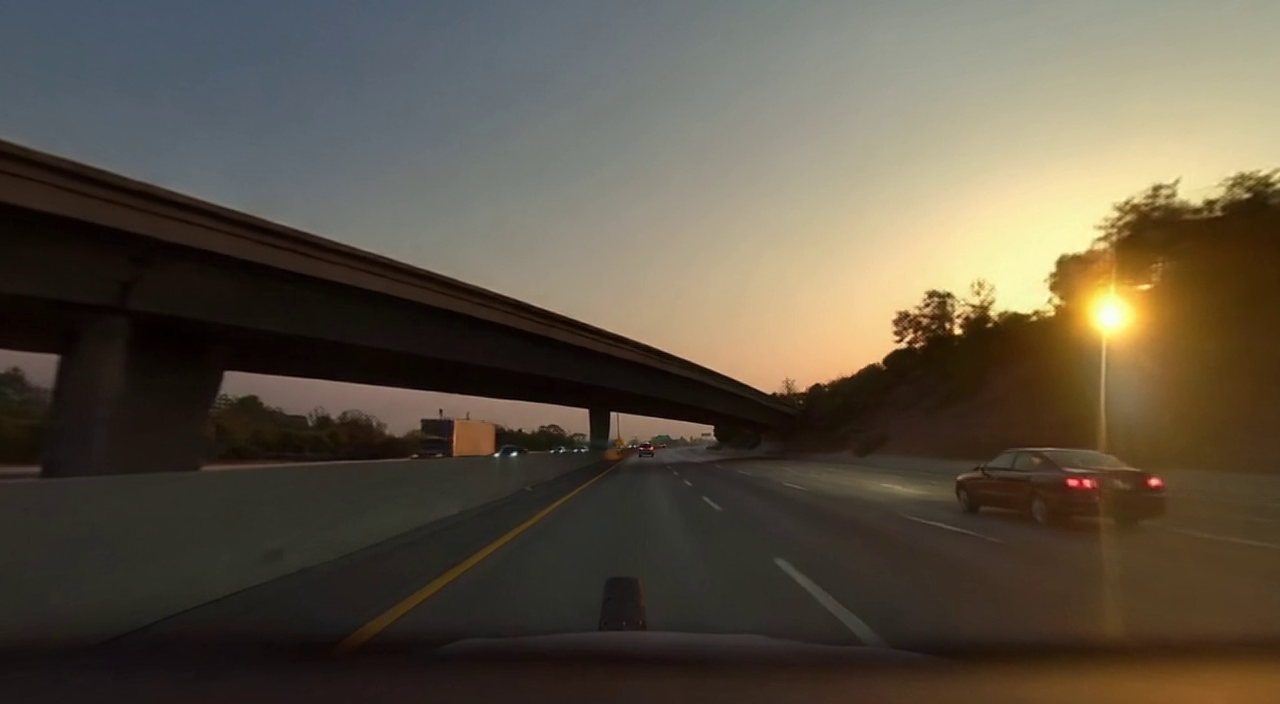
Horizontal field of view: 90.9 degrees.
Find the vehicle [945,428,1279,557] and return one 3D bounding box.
[{"bbox_3d":[7.168,2.047,10.085,2.093,1.525,4.865,0,-8,0],"label":"vehicle"}]

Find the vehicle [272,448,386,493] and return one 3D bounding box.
[{"bbox_3d":[-11.517,4.394,23.764,1.959,1.480,4.361,-1,-8,2],"label":"vehicle"}]
